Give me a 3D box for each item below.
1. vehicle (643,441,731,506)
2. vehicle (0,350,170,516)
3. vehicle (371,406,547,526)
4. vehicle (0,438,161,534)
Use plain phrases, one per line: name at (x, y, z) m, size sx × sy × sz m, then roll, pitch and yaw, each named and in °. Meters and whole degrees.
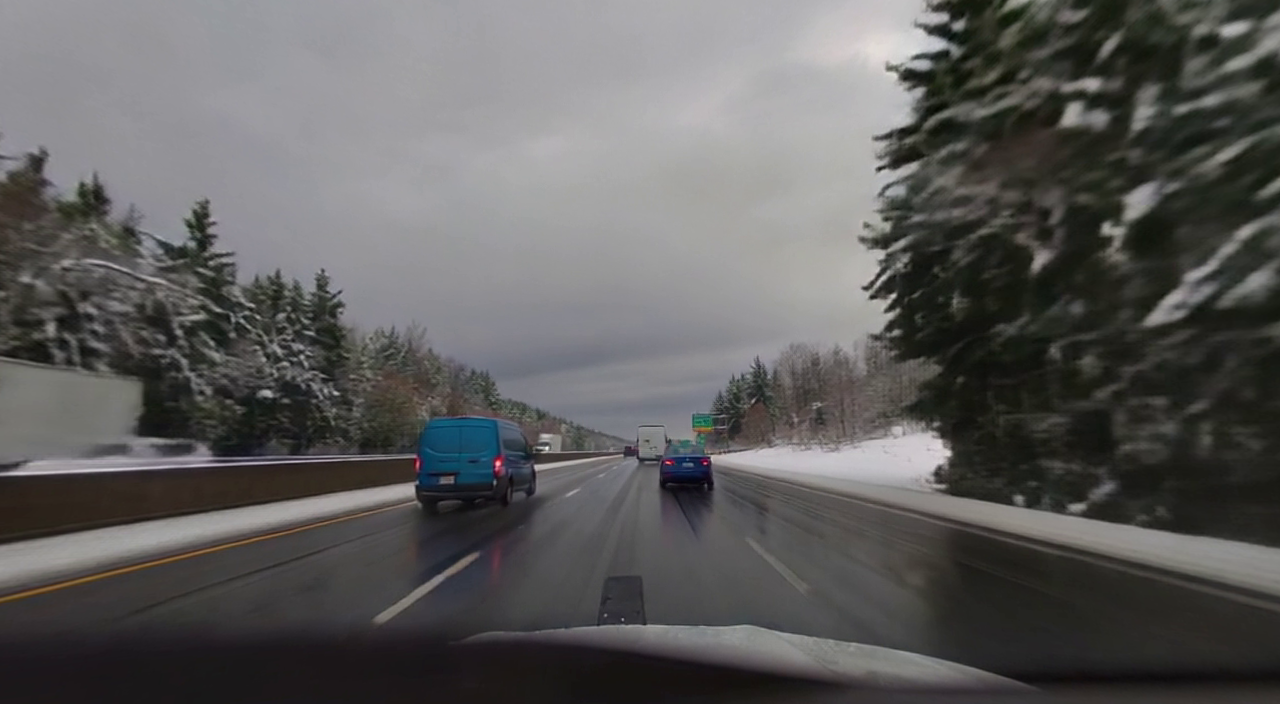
vehicle at (1.101, 3.120, 16.559) m, size 2.012 × 1.485 × 3.649 m, roll 0°, pitch -9°, yaw 0°
vehicle at (-17.402, 1.681, 13.518) m, size 2.897 × 4.077 × 15.052 m, roll 0°, pitch -9°, yaw 1°
vehicle at (-3.483, 2.343, 13.387) m, size 2.217 × 2.033 × 4.975 m, roll 0°, pitch -9°, yaw 0°
vehicle at (-12.614, 2.661, 12.886) m, size 1.984 × 1.727 × 4.551 m, roll 0°, pitch -9°, yaw 0°
